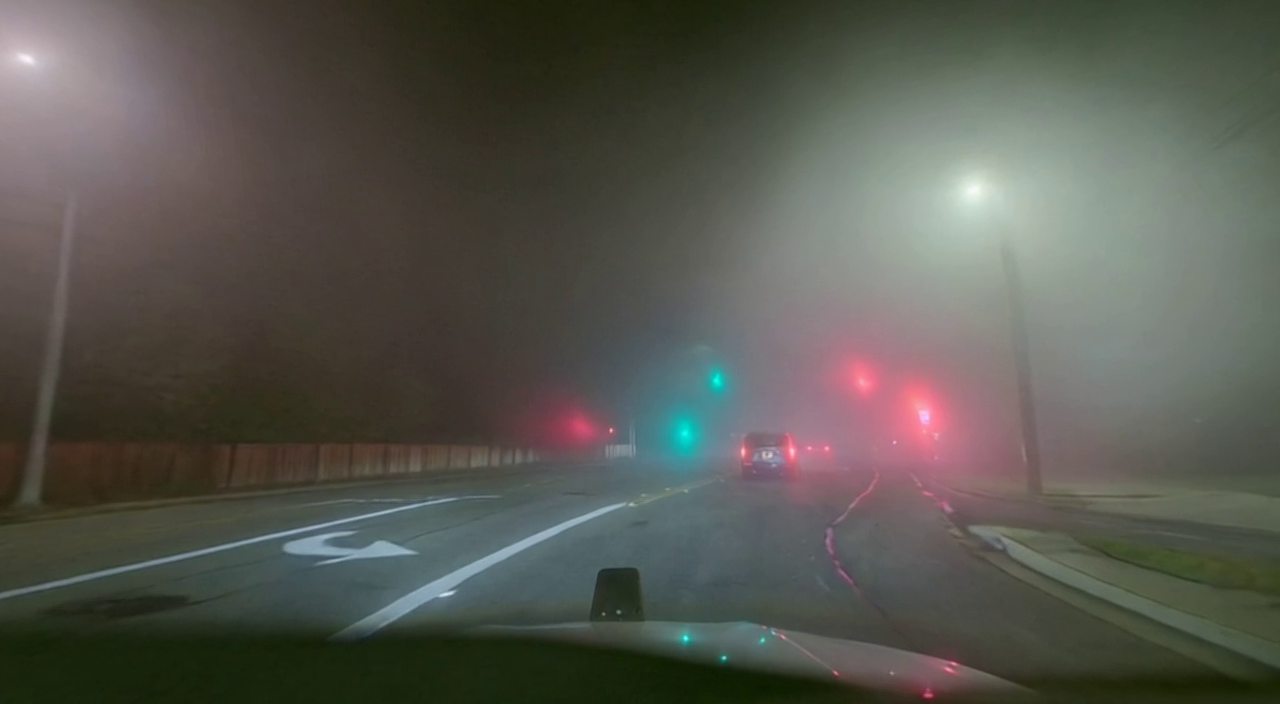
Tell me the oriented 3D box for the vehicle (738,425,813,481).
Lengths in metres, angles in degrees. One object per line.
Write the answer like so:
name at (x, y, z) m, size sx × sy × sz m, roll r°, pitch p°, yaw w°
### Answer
vehicle at (5.163, 3.739, 23.639) m, size 2.230 × 1.827 × 4.580 m, roll -3°, pitch -9°, yaw 18°
